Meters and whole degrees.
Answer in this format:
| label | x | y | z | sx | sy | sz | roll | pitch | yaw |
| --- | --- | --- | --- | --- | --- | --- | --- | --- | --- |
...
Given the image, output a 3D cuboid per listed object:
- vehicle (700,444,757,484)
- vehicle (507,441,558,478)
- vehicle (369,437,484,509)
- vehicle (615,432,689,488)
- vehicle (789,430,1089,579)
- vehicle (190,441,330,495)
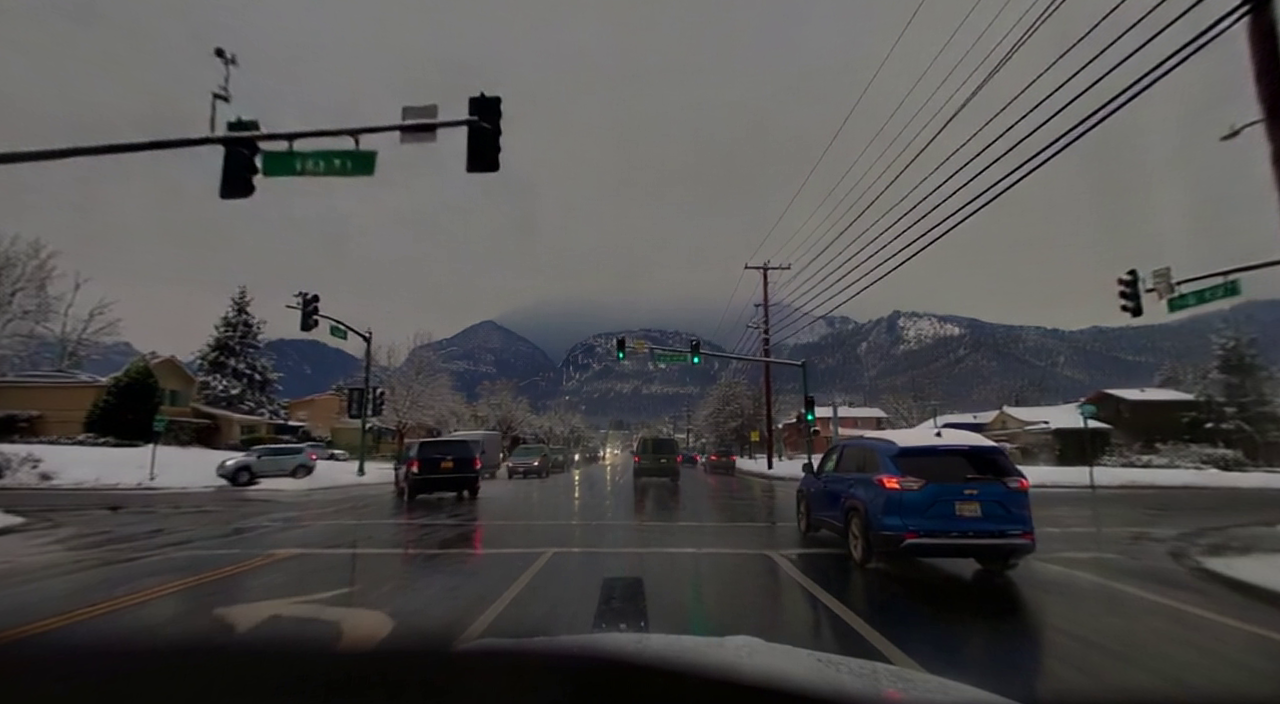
| label | x | y | z | sx | sy | sz | roll | pitch | yaw |
| --- | --- | --- | --- | --- | --- | --- | --- | --- | --- |
| vehicle | 3.915 | 5.023 | 28.638 | 1.957 | 1.646 | 4.355 | 0 | -8 | 0 |
| vehicle | -5.727 | 5.765 | 34.098 | 1.983 | 1.801 | 4.391 | 0 | -8 | 0 |
| vehicle | -6.157 | 3.324 | 17.869 | 2.059 | 1.749 | 4.458 | 5 | -10 | -31 |
| vehicle | 0.453 | 4.251 | 25.158 | 2.636 | 2.011 | 5.130 | 0 | -8 | 0 |
| vehicle | 3.923 | 2.065 | 9.493 | 2.155 | 1.658 | 4.721 | 0 | -8 | 0 |
| vehicle | -14.313 | 4.326 | 23.785 | 4.530 | 1.864 | 1.999 | -3 | -9 | 20 |
